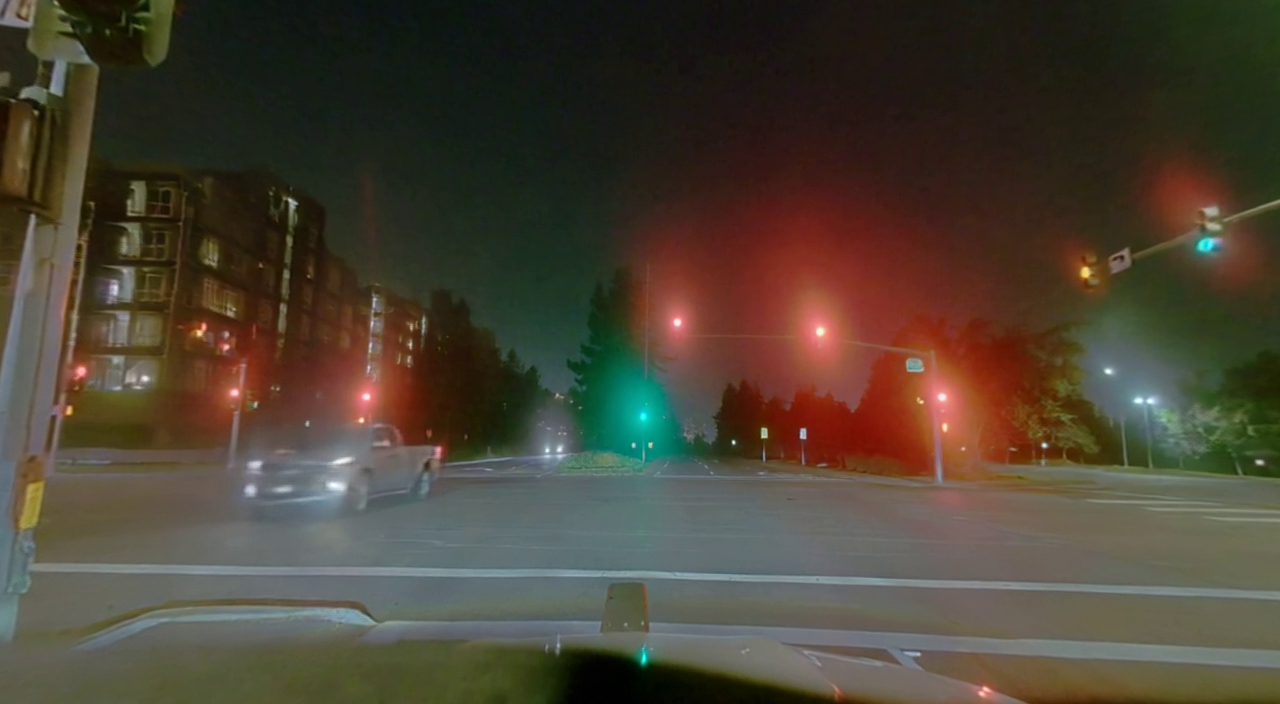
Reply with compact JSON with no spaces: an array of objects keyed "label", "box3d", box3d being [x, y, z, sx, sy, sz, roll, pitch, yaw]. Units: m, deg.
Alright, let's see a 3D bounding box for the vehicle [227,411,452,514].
[{"label":"vehicle","box3d":[-6.093,2.337,13.838,2.234,1.796,5.416,0,-8,0]}]
